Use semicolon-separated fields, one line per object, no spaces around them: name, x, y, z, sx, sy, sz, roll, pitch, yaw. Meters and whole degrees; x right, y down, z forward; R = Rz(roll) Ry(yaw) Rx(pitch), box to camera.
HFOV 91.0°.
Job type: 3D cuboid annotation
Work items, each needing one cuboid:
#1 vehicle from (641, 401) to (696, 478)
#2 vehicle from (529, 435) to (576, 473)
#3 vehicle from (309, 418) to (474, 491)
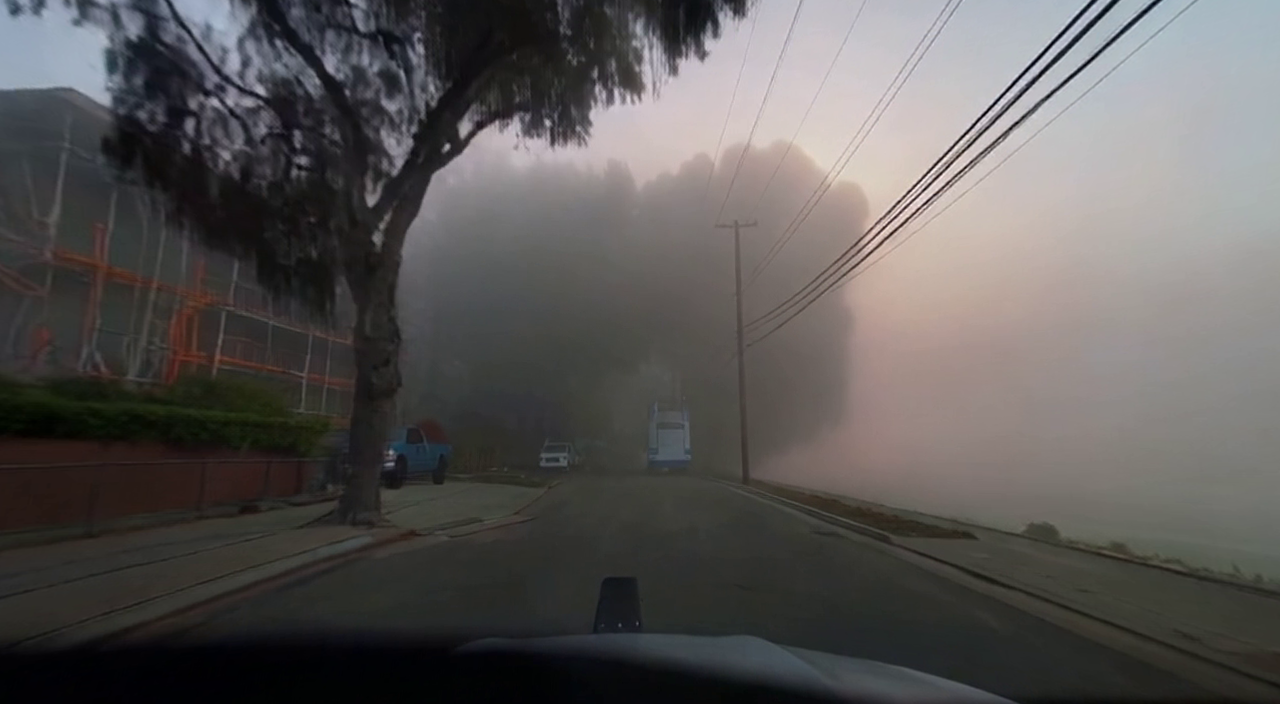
vehicle;1.699;5.820;40.088;2.915;3.793;9.963;3;-13;2
vehicle;-5.415;6.332;39.426;2.171;1.910;4.789;-1;-4;1
vehicle;-7.309;3.111;19.411;2.238;1.895;5.648;-1;-9;7
